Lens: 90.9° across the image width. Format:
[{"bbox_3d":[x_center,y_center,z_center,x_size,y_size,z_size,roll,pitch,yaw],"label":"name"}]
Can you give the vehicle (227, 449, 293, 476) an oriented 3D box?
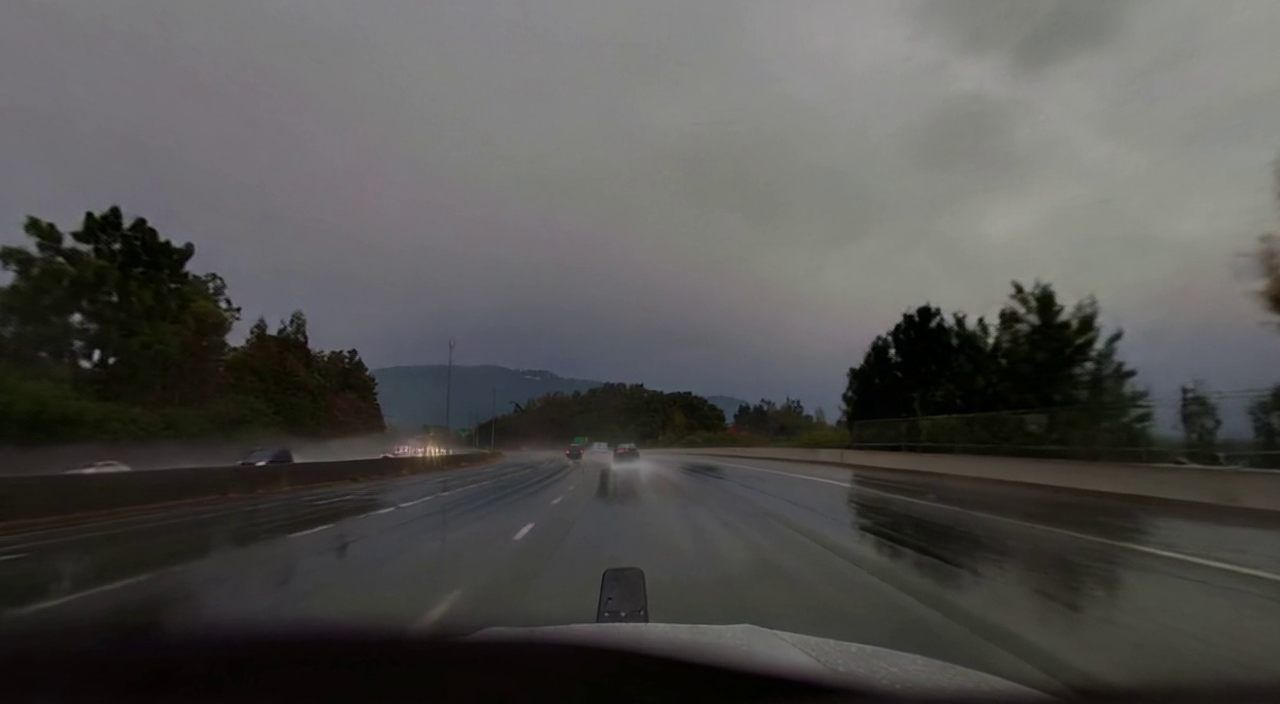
[{"bbox_3d":[-27.083,7.866,45.154,1.993,1.712,4.889,0,-8,-4],"label":"vehicle"}]
